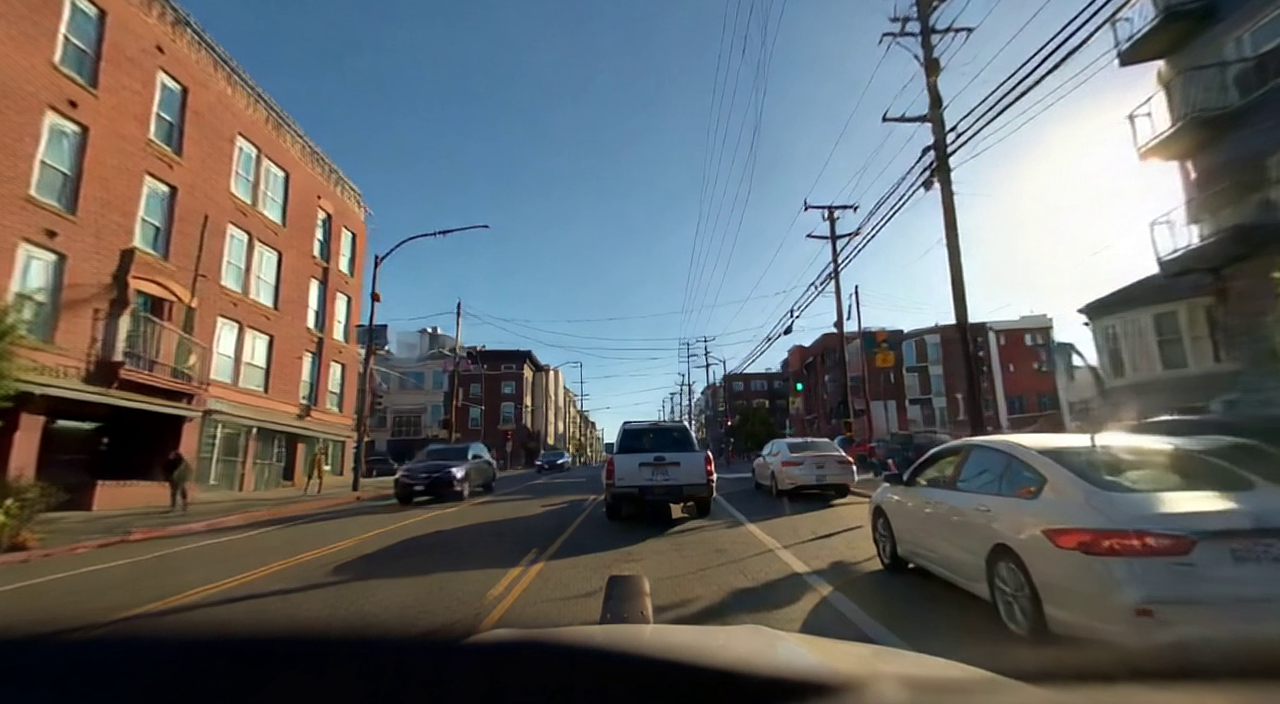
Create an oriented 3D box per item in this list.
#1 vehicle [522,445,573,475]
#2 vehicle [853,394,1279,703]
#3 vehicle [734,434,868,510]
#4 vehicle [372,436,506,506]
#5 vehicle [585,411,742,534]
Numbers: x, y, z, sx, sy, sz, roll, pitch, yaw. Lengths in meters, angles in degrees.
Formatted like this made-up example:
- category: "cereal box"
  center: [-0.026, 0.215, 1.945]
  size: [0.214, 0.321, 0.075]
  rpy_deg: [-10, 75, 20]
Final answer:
- category: "vehicle"
  center: [-5.182, 6.121, 35.867]
  size: [2.014, 1.538, 4.275]
  rpy_deg: [-1, -8, 3]
- category: "vehicle"
  center: [3.369, 1.274, 5.133]
  size: [1.906, 1.578, 4.020]
  rpy_deg: [0, -8, 1]
- category: "vehicle"
  center: [3.415, 2.608, 14.302]
  size: [1.970, 1.452, 4.227]
  rpy_deg: [0, -8, 1]
- category: "vehicle"
  center: [-5.463, 3.266, 17.921]
  size: [2.215, 1.703, 4.614]
  rpy_deg: [-1, -8, 1]
- category: "vehicle"
  center: [0.329, 1.999, 11.107]
  size: [2.232, 1.736, 4.036]
  rpy_deg: [0, -8, 0]
